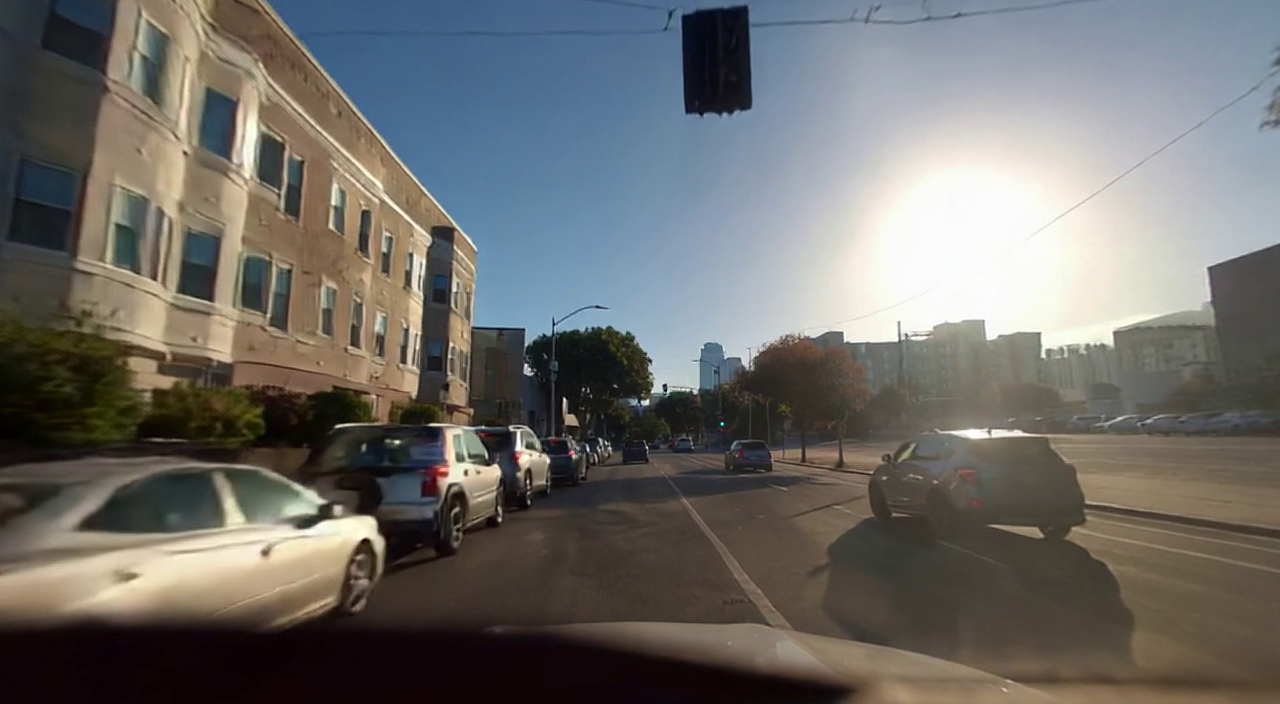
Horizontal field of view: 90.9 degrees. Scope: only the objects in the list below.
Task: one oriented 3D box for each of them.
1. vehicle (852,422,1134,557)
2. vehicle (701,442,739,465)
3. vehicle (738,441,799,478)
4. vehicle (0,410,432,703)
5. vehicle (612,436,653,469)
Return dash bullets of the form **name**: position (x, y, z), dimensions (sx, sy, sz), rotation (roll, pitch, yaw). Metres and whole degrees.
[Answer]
- **vehicle**: position (4.977, 1.983, 9.750), dimensions (1.891, 1.599, 4.173), rotation (0, -9, 0)
- **vehicle**: position (5.459, 6.999, 43.584), dimensions (1.917, 1.467, 4.452), rotation (0, -9, -1)
- **vehicle**: position (5.406, 4.578, 26.994), dimensions (1.799, 1.463, 3.464), rotation (0, -9, -1)
- **vehicle**: position (-3.022, 1.205, 3.876), dimensions (1.957, 1.435, 4.662), rotation (0, -9, -1)
- **vehicle**: position (-0.391, 5.517, 34.666), dimensions (2.122, 1.689, 3.885), rotation (0, -9, 0)
